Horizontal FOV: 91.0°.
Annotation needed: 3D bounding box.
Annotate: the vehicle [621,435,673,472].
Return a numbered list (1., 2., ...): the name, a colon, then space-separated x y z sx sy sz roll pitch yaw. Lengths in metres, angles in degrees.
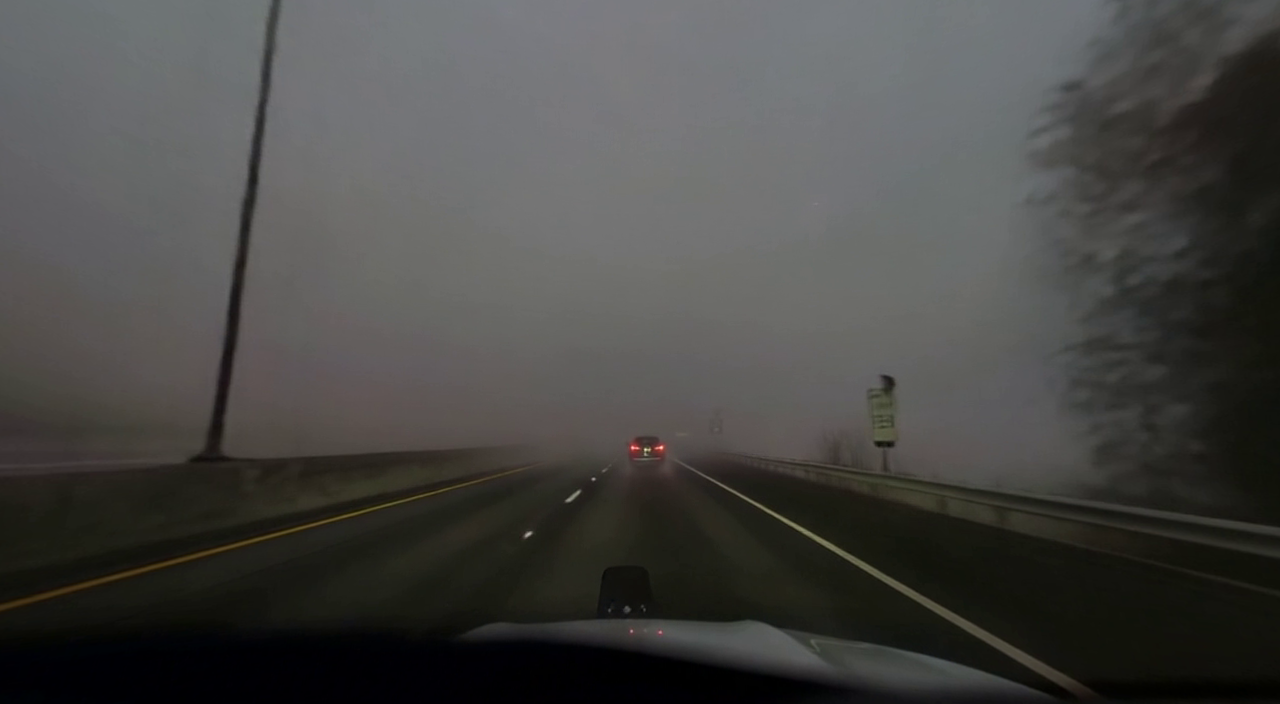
1. vehicle: 0.311 4.509 28.116 2.130 1.512 4.057 0 -8 0
